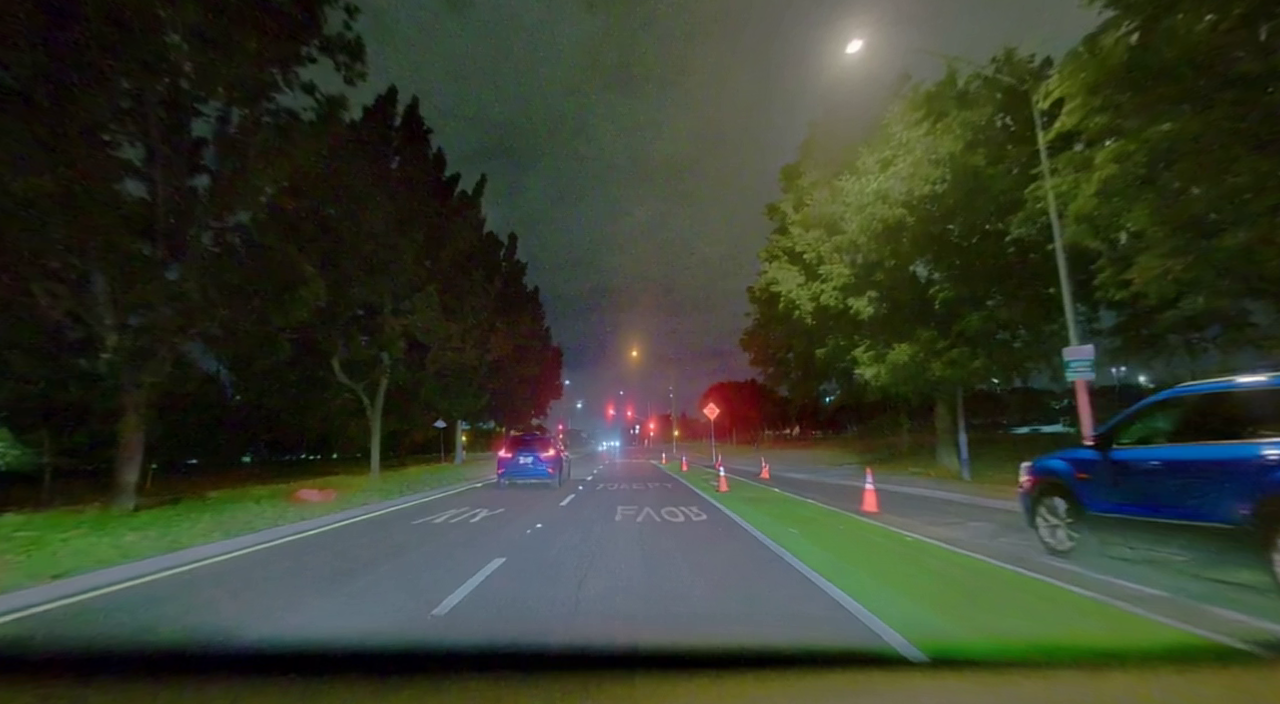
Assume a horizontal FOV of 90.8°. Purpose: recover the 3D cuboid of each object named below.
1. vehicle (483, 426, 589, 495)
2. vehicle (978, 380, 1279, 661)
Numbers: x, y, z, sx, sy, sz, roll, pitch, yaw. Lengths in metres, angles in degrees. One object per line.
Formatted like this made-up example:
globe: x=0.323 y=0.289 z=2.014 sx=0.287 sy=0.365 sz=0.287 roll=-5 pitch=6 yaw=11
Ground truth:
vehicle: x=-2.935 y=3.194 z=18.989 sx=2.339 sy=1.790 sz=4.629 roll=0 pitch=-8 yaw=1
vehicle: x=5.392 y=1.264 z=5.461 sx=2.810 sy=1.722 sz=3.834 roll=-1 pitch=-8 yaw=1
